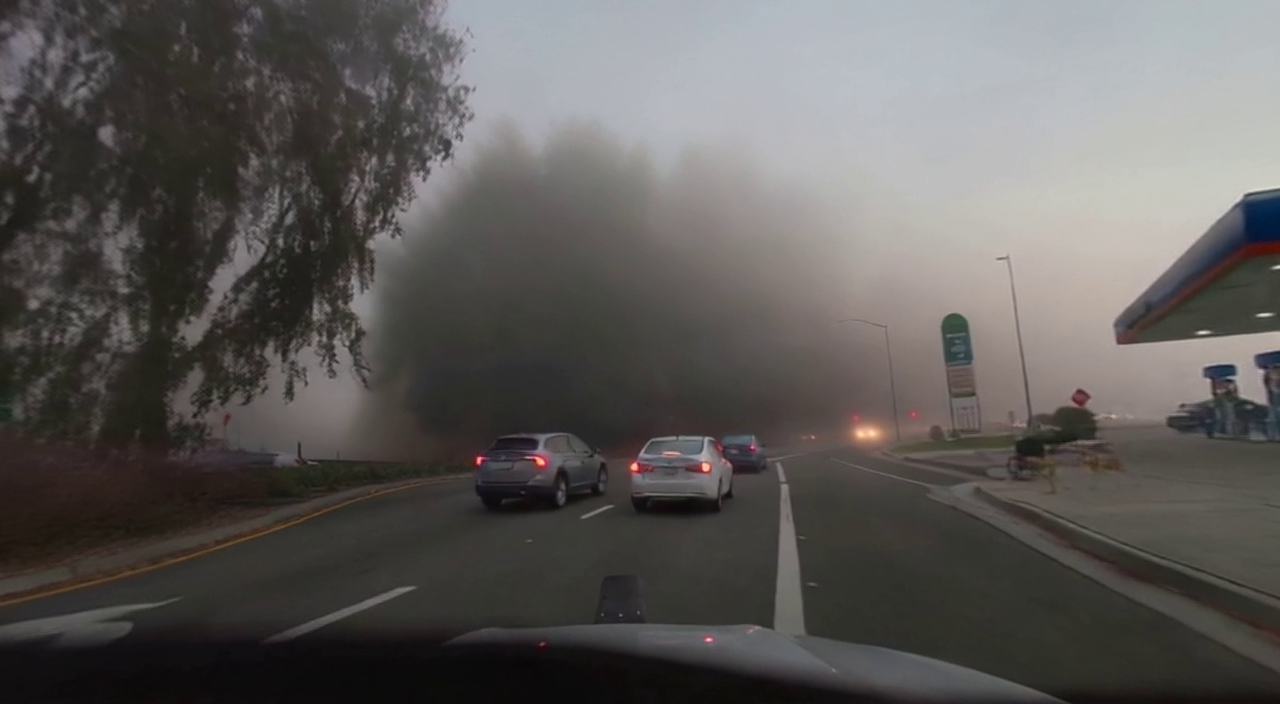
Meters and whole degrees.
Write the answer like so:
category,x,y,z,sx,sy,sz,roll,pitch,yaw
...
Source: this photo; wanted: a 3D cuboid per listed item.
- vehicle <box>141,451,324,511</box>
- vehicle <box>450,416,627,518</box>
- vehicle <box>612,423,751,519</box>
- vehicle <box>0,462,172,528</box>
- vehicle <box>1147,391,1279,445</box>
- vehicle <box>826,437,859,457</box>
category,x,y,z,sx,sy,sz,roll,pitch,yaw
vehicle,-12.091,3.797,19.155,1.863,1.516,4.587,-2,-8,13
vehicle,-1.909,2.395,13.654,2.102,1.774,4.662,-2,-8,14
vehicle,1.012,2.287,12.650,2.060,1.580,3.980,-2,-8,14
vehicle,-16.386,3.961,17.970,2.013,1.463,4.496,-2,-8,13
vehicle,25.796,3.060,28.126,2.322,2.152,5.668,-3,-9,11
vehicle,15.951,7.493,49.737,1.916,1.462,4.487,-2,-8,12
